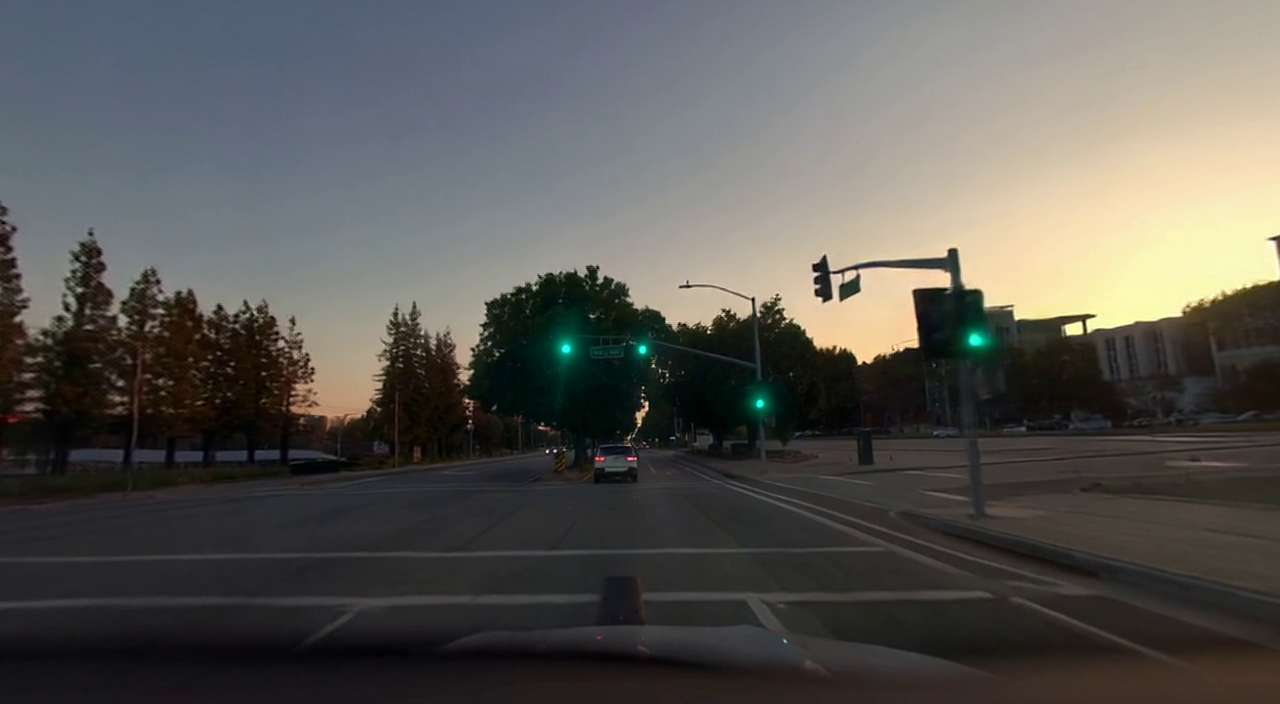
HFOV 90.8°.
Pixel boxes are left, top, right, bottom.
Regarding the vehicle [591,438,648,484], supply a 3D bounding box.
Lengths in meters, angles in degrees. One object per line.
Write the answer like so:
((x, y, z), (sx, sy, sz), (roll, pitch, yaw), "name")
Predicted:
((-0.831, 4.371, 25.608), (2.130, 1.711, 4.038), (0, -9, -2), "vehicle")
